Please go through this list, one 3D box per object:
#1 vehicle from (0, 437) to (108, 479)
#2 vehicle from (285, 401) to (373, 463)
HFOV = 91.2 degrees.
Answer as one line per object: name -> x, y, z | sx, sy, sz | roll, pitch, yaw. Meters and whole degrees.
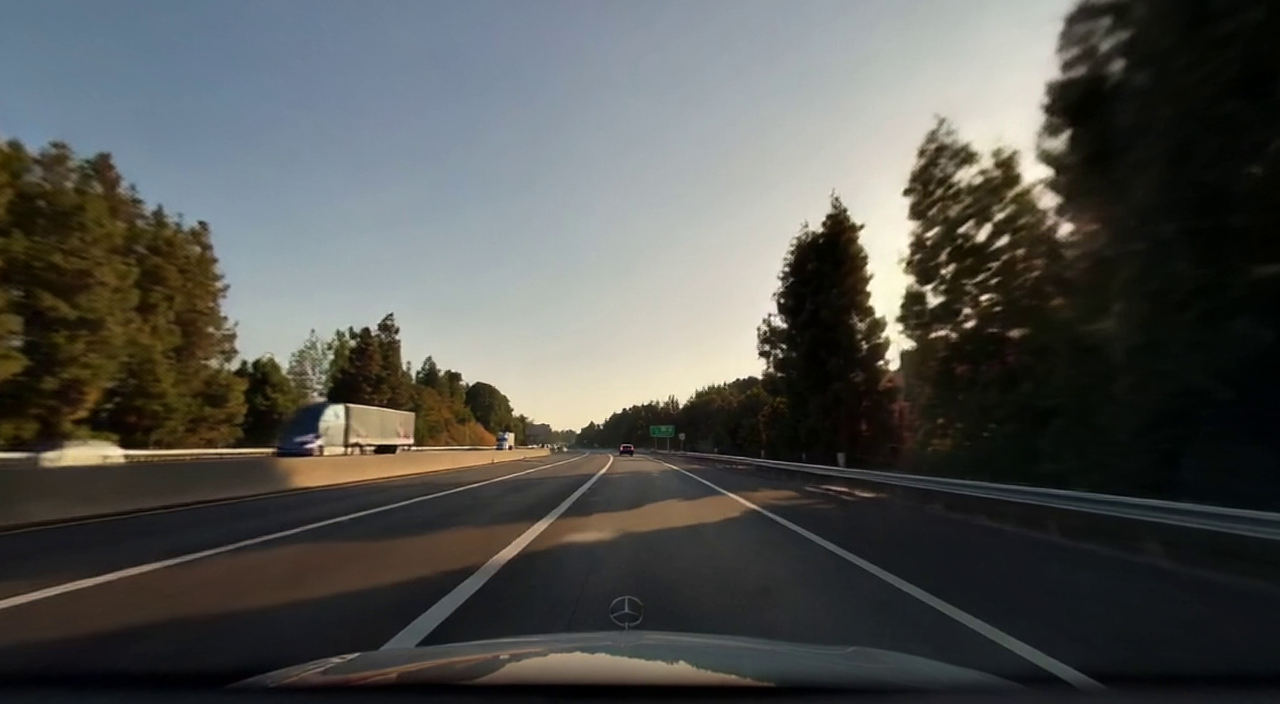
vehicle -> -24.122, 4.205, 25.060 | 1.808, 1.515, 4.455 | 0, -9, 0
vehicle -> -21.327, 5.574, 43.475 | 3.036, 3.953, 5.859 | 0, -8, -1
